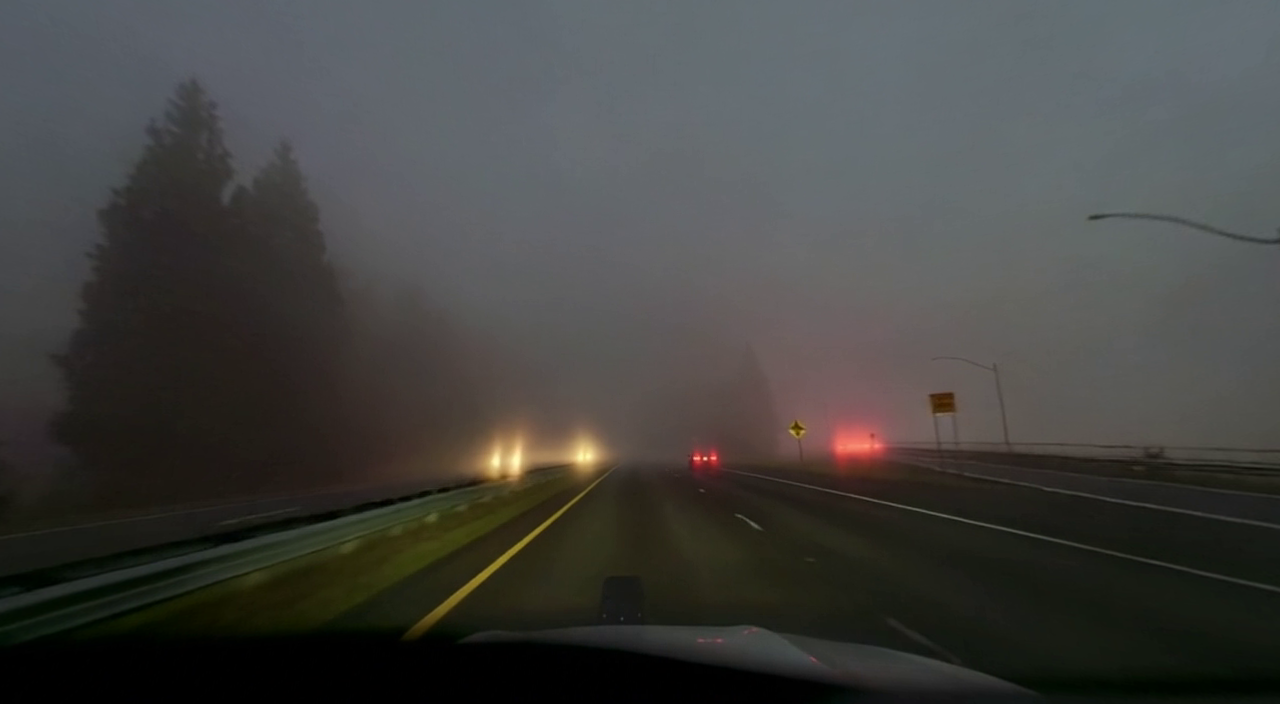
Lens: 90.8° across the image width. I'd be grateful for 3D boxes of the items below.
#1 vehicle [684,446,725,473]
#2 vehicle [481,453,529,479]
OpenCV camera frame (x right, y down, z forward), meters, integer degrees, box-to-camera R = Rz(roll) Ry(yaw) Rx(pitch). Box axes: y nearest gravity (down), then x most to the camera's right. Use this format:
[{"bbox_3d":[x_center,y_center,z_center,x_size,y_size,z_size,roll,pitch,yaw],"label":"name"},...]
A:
[{"bbox_3d":[3.934,6.634,39.135,2.013,1.584,3.995,0,-9,-1],"label":"vehicle"},{"bbox_3d":[-8.623,7.297,40.614,2.067,1.551,4.326,0,-9,1],"label":"vehicle"}]
